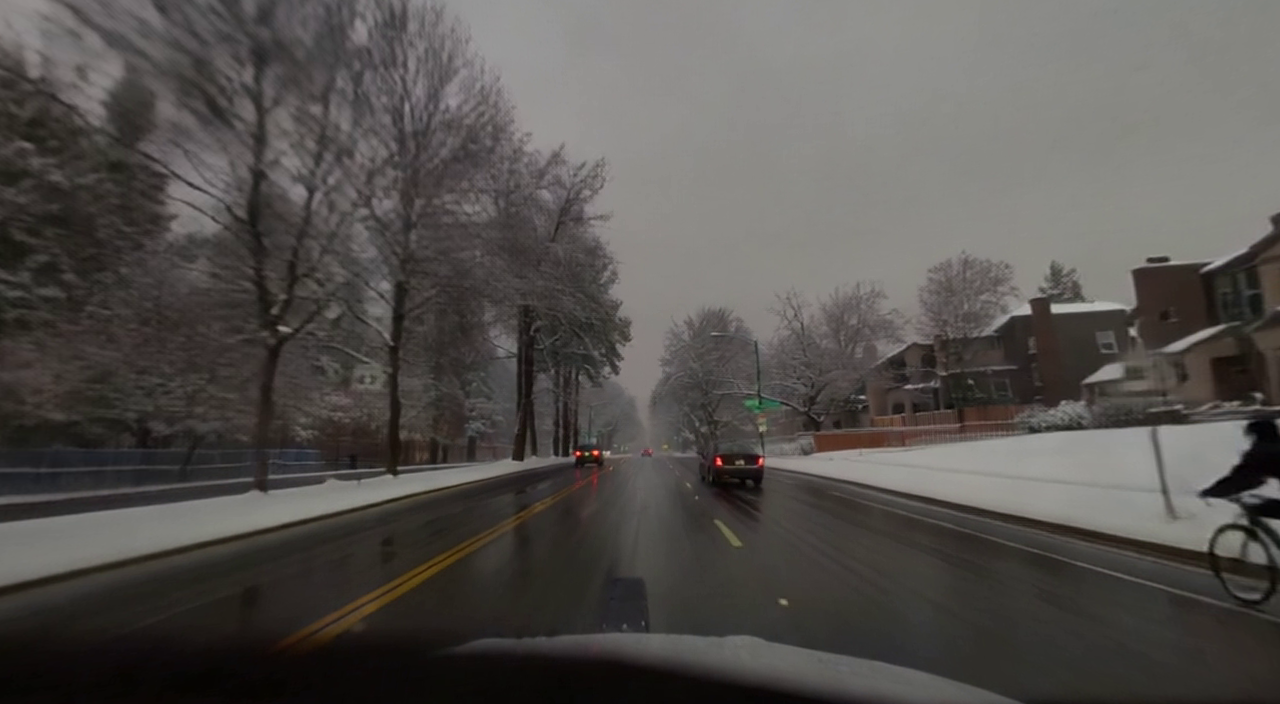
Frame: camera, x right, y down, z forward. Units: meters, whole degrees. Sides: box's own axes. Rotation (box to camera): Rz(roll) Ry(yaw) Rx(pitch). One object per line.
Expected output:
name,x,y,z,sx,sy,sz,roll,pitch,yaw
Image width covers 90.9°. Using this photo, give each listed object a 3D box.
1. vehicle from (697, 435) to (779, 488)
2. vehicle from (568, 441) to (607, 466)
vehicle,3.037,3.516,20.524,1.992,1.511,4.464,0,-9,0
vehicle,-3.274,6.494,40.288,2.011,1.480,4.517,0,-9,1
